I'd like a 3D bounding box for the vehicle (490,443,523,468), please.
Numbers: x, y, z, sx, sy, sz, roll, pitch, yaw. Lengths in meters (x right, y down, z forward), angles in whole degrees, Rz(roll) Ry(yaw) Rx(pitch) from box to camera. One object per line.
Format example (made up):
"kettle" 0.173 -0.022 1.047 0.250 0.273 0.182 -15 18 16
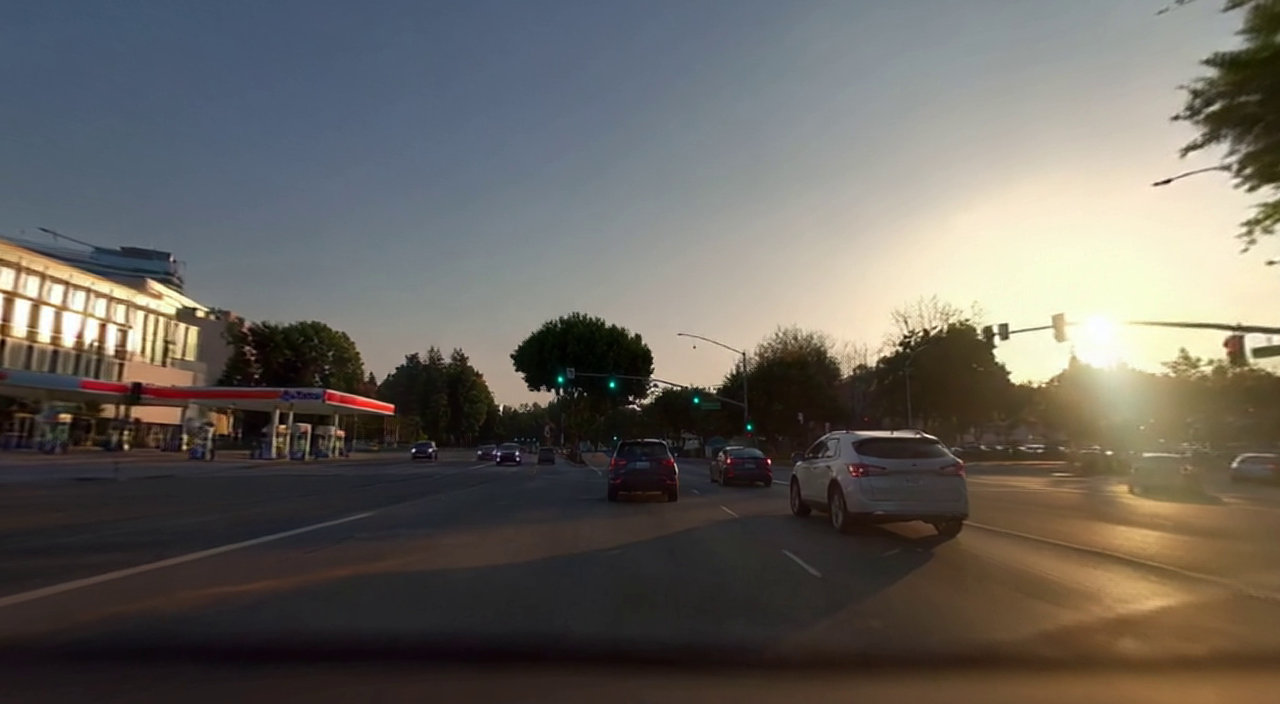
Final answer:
"vehicle" -9.830 7.646 46.755 1.992 1.755 4.283 1 -9 -7

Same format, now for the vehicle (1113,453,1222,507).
"vehicle" 16.760 4.008 20.235 2.057 1.473 4.462 -5 -10 33

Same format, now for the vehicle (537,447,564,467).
"vehicle" -6.993 8.146 48.999 1.987 1.505 4.337 1 -9 -9

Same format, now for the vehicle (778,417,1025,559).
"vehicle" 3.745 2.009 10.022 2.000 1.745 4.206 0 -8 -2

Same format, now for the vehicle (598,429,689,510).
"vehicle" 0.040 2.937 16.218 2.051 1.798 4.168 0 -8 -1

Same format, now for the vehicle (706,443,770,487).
"vehicle" 3.780 4.391 24.778 1.800 1.592 3.658 0 -9 -2
